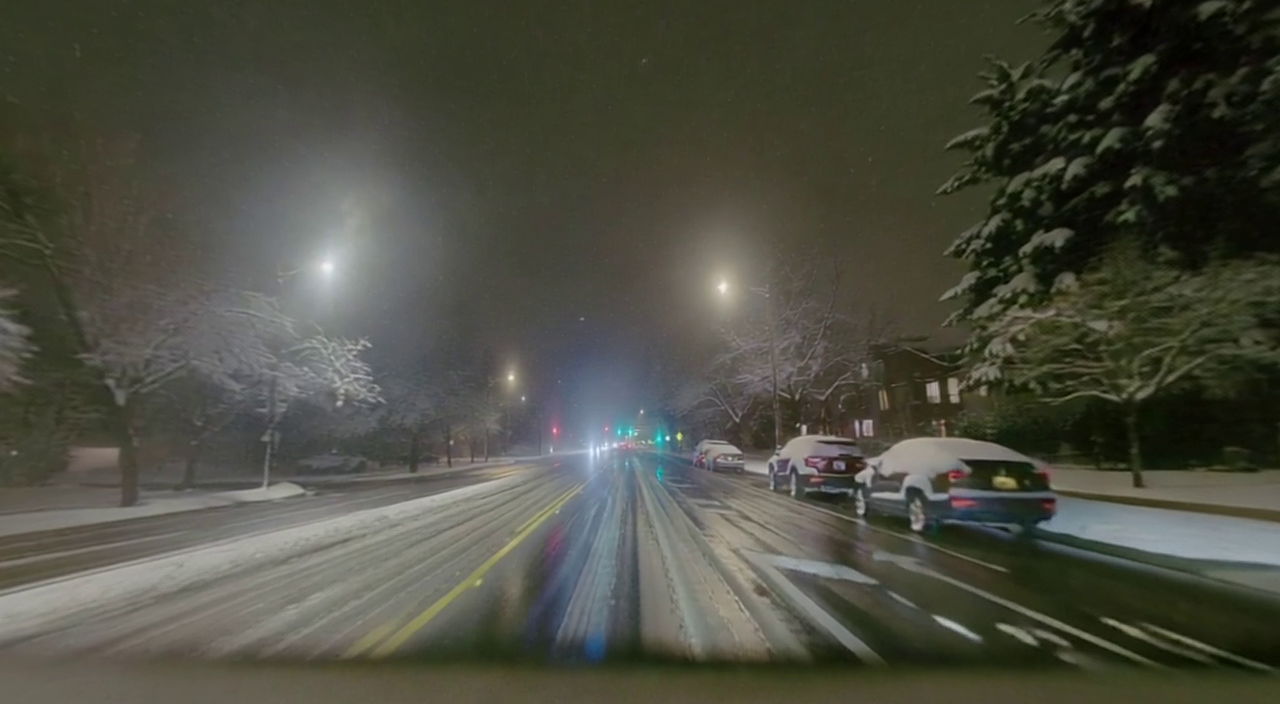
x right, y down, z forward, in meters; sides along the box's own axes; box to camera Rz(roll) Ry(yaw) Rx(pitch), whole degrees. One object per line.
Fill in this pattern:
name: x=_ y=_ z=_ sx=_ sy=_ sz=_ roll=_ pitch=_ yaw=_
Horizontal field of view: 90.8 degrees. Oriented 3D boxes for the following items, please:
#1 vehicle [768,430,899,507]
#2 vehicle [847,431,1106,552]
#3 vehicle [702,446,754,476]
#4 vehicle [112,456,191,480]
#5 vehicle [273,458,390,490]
vehicle: x=4.840 y=2.960 z=16.518 sx=2.028 sy=1.731 sz=4.241 roll=0 pitch=-9 yaw=-1
vehicle: x=4.989 y=2.090 z=10.122 sx=1.837 sy=1.532 sz=3.886 roll=1 pitch=-9 yaw=-3
vehicle: x=4.462 y=5.586 z=32.667 sx=1.935 sy=1.433 sz=4.241 roll=0 pitch=-9 yaw=-2
vehicle: x=-37.072 y=8.804 z=48.104 sx=4.414 sy=1.651 sz=1.912 roll=5 pitch=-10 yaw=-30
vehicle: x=-15.492 y=6.160 z=31.944 sx=4.826 sy=1.491 sz=2.086 roll=1 pitch=-9 yaw=-4
